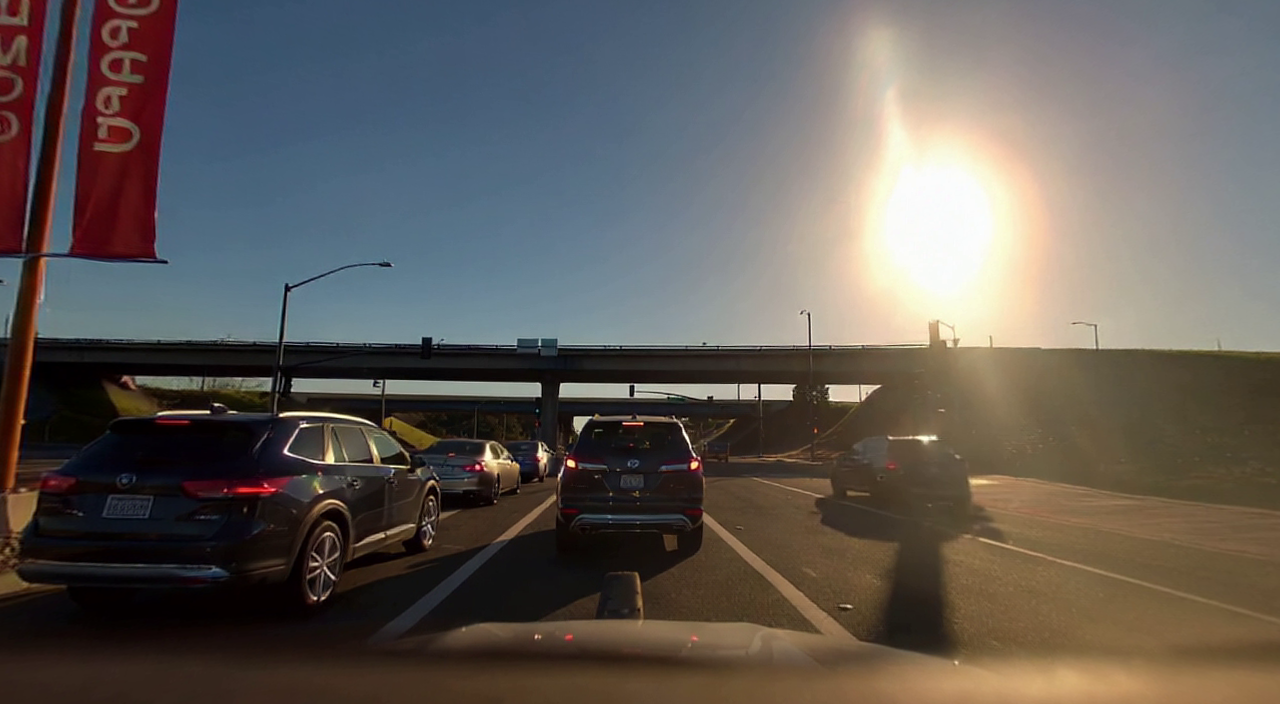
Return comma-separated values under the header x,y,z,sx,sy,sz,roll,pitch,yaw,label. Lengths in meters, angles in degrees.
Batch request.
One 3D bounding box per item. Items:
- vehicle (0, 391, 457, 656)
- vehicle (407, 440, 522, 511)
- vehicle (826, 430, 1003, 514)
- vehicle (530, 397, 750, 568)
x,y,z,sx,sy,sz,roll,pitch,yaw,label
-3.499,1.433,6.285,2.039,1.709,4.265,0,-9,0,vehicle
-4.148,2.946,15.431,1.797,1.505,3.506,0,-9,0,vehicle
6.445,2.870,15.523,2.191,1.730,4.658,0,-9,-1,vehicle
-0.077,1.763,9.214,2.409,1.864,4.471,0,-9,-2,vehicle
